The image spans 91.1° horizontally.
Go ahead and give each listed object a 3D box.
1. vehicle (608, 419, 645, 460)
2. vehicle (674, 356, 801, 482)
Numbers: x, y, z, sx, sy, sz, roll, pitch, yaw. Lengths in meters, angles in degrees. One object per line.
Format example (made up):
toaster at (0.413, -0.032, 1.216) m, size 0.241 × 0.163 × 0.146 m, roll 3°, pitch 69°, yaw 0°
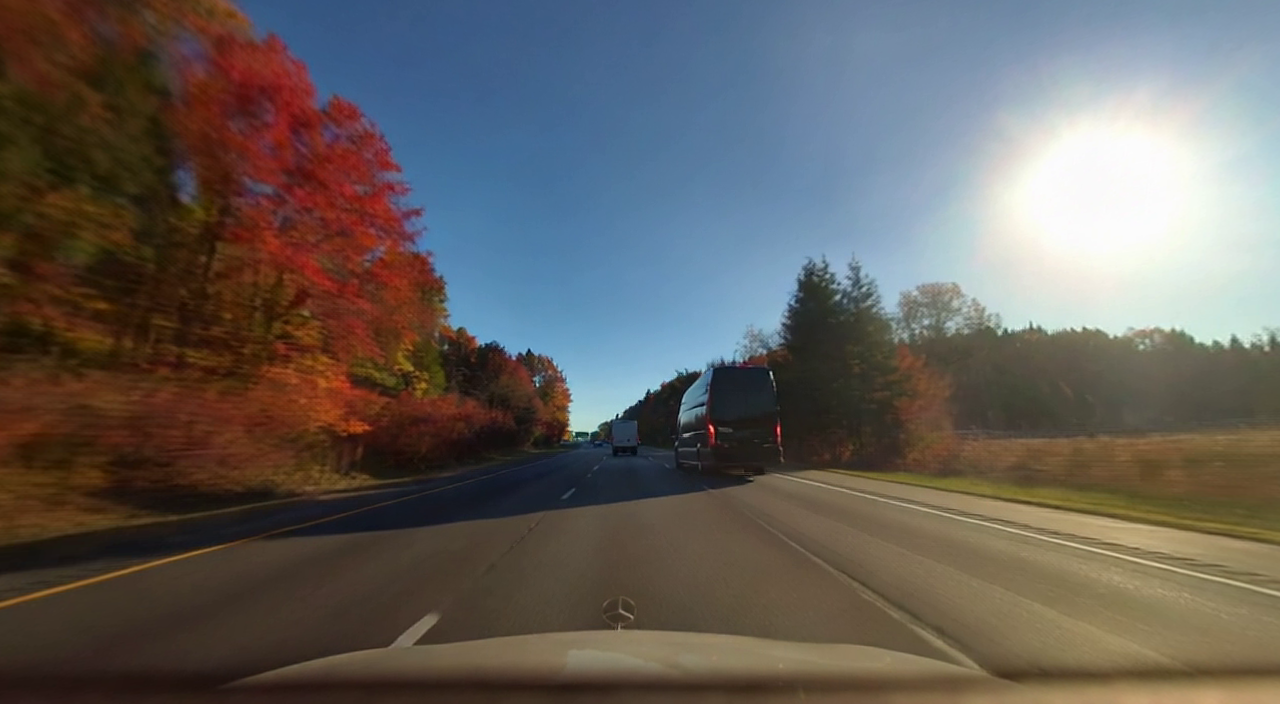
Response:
vehicle at (-0.908, 6.086, 43.800) m, size 2.389 × 2.637 × 5.437 m, roll 0°, pitch -8°, yaw -1°
vehicle at (3.530, 3.048, 27.180) m, size 3.128 × 4.087 × 13.351 m, roll 0°, pitch -8°, yaw -1°
